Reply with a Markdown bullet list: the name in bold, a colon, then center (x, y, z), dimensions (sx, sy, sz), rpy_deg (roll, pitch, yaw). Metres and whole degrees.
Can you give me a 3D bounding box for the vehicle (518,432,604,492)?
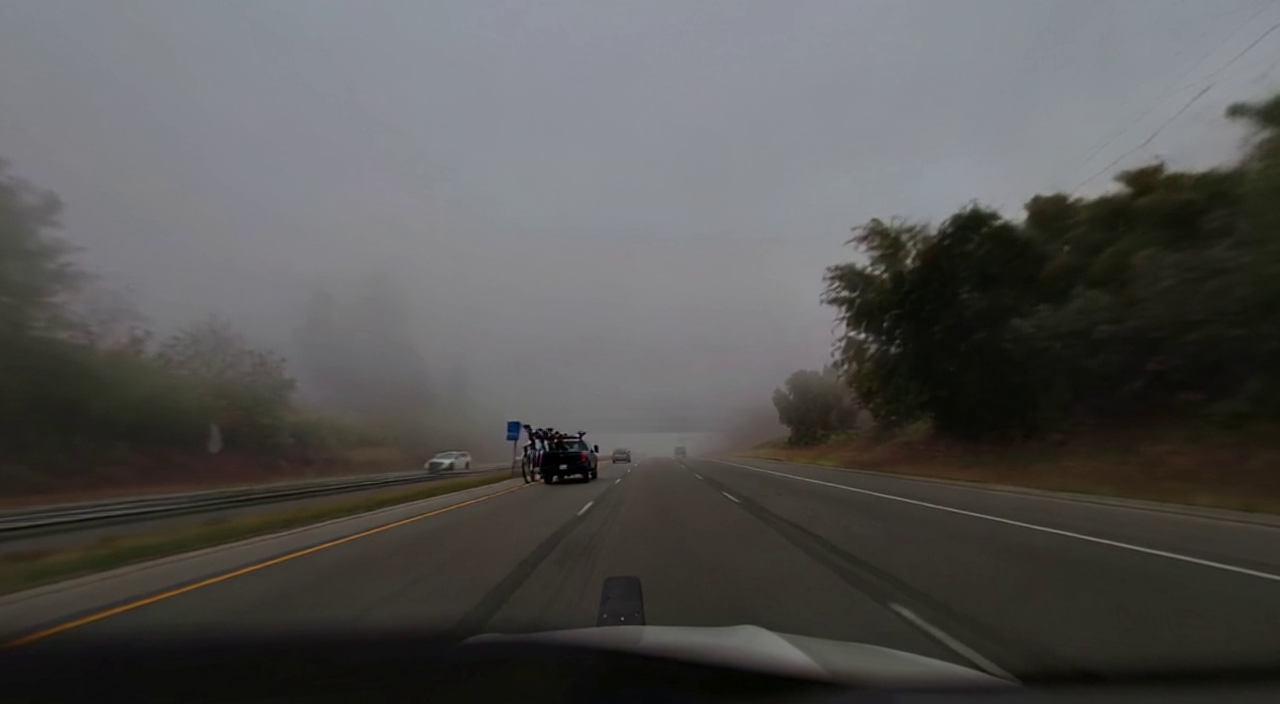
- **vehicle**: center (-2.770, 4.043, 23.507), dimensions (2.369, 1.948, 5.343), rpy_deg (0, -9, 2)
